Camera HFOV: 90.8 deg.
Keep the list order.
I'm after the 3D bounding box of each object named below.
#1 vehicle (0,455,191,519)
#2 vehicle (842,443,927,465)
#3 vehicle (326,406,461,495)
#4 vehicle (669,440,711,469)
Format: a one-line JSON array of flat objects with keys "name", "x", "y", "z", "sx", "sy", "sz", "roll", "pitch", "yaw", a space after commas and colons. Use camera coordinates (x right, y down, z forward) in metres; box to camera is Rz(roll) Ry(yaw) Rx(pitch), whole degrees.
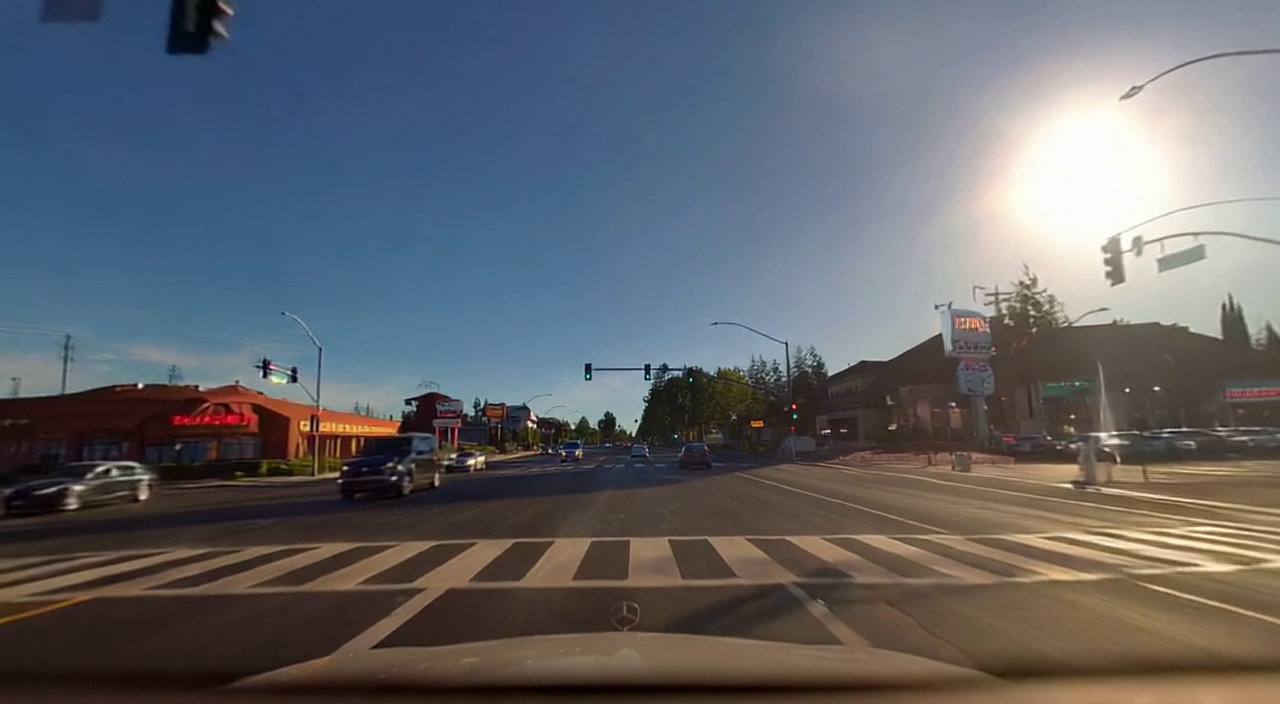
[{"name": "vehicle", "x": -15.455, "y": 3.731, "z": 17.984, "sx": 2.086, "sy": 1.483, "sz": 4.418, "roll": 0, "pitch": -8, "yaw": 0}, {"name": "vehicle", "x": 16.887, "y": 7.080, "z": 43.860, "sx": 4.828, "sy": 1.461, "sz": 2.495, "roll": 0, "pitch": -8, "yaw": 0}, {"name": "vehicle", "x": -8.699, "y": 3.578, "z": 23.187, "sx": 2.327, "sy": 2.780, "sz": 6.498, "roll": 0, "pitch": -8, "yaw": 0}, {"name": "vehicle", "x": 2.911, "y": 6.124, "z": 37.879, "sx": 2.022, "sy": 1.643, "sz": 4.326, "roll": 0, "pitch": -8, "yaw": -2}]
